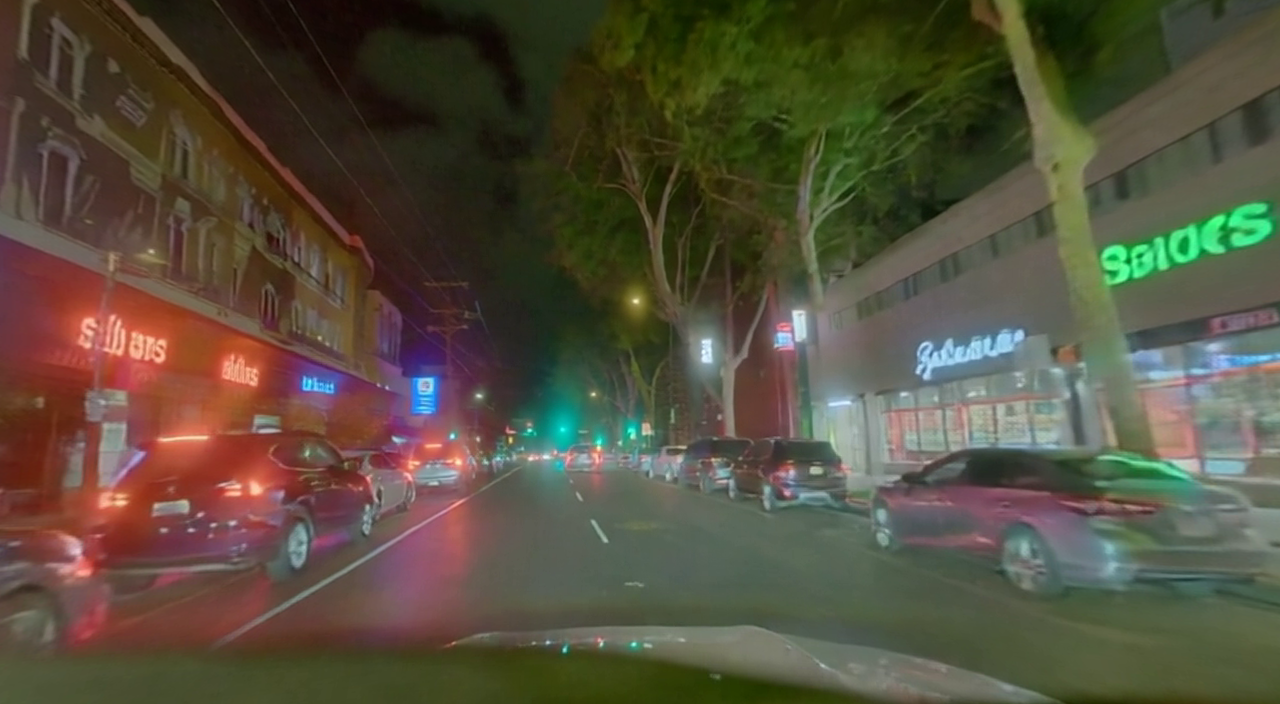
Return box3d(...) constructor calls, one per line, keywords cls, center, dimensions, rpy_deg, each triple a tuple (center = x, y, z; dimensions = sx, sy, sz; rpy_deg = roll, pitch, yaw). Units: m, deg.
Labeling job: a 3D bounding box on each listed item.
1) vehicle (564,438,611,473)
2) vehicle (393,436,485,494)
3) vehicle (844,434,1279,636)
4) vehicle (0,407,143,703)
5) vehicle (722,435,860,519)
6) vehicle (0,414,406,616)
box3d(cls="vehicle", center=(-3.155, 6.050, 37.246), dimensions=(2.440, 1.882, 4.611), rpy_deg=(1, -9, -8))
box3d(cls="vehicle", center=(-7.119, 4.027, 22.971), dimensions=(2.341, 1.825, 4.924), rpy_deg=(1, -8, -8))
box3d(cls="vehicle", center=(4.428, 1.794, 7.434), dimensions=(2.059, 1.550, 4.703), rpy_deg=(1, -8, -6))
box3d(cls="vehicle", center=(-4.125, 0.906, 1.796), dimensions=(2.087, 1.646, 4.563), rpy_deg=(1, -8, -7))
box3d(cls="vehicle", center=(3.428, 2.898, 15.231), dimensions=(1.882, 1.704, 4.055), rpy_deg=(1, -9, -7))
box3d(cls="vehicle", center=(-4.925, 1.852, 8.391), dimensions=(2.343, 1.788, 5.038), rpy_deg=(1, -9, -8))
